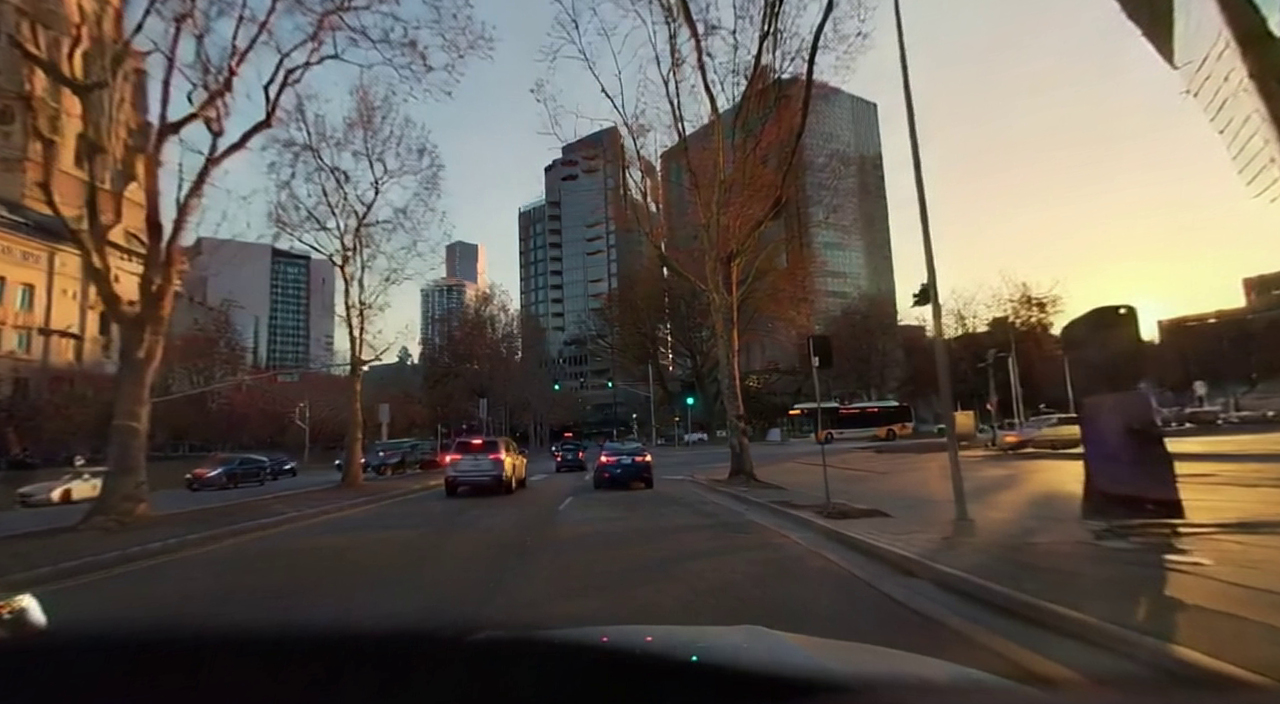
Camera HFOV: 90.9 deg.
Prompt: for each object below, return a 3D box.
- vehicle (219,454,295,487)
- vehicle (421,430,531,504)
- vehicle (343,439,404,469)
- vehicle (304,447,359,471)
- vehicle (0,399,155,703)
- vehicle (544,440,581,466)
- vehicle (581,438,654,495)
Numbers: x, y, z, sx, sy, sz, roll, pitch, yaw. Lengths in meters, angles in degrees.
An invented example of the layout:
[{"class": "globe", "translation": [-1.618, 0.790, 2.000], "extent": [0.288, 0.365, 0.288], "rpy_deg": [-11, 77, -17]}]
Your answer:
[{"class": "vehicle", "translation": [-22.942, 7.054, 38.011], "extent": [1.881, 1.792, 4.640], "rpy_deg": [1, -9, -4]}, {"class": "vehicle", "translation": [-4.001, 2.858, 16.053], "extent": [1.848, 1.641, 3.686], "rpy_deg": [0, -9, -1]}, {"class": "vehicle", "translation": [-19.941, 7.668, 47.601], "extent": [2.271, 2.076, 6.147], "rpy_deg": [1, -9, -4]}, {"class": "vehicle", "translation": [-24.152, 8.355, 49.614], "extent": [1.928, 1.805, 5.236], "rpy_deg": [1, -9, -4]}, {"class": "vehicle", "translation": [-3.414, 0.689, 0.799], "extent": [1.970, 1.489, 4.532], "rpy_deg": [0, -9, 0]}, {"class": "vehicle", "translation": [-4.768, 6.225, 39.119], "extent": [1.961, 1.517, 4.202], "rpy_deg": [1, -9, -3]}, {"class": "vehicle", "translation": [-0.652, 3.362, 18.780], "extent": [1.933, 1.504, 3.802], "rpy_deg": [0, -9, -2]}]
